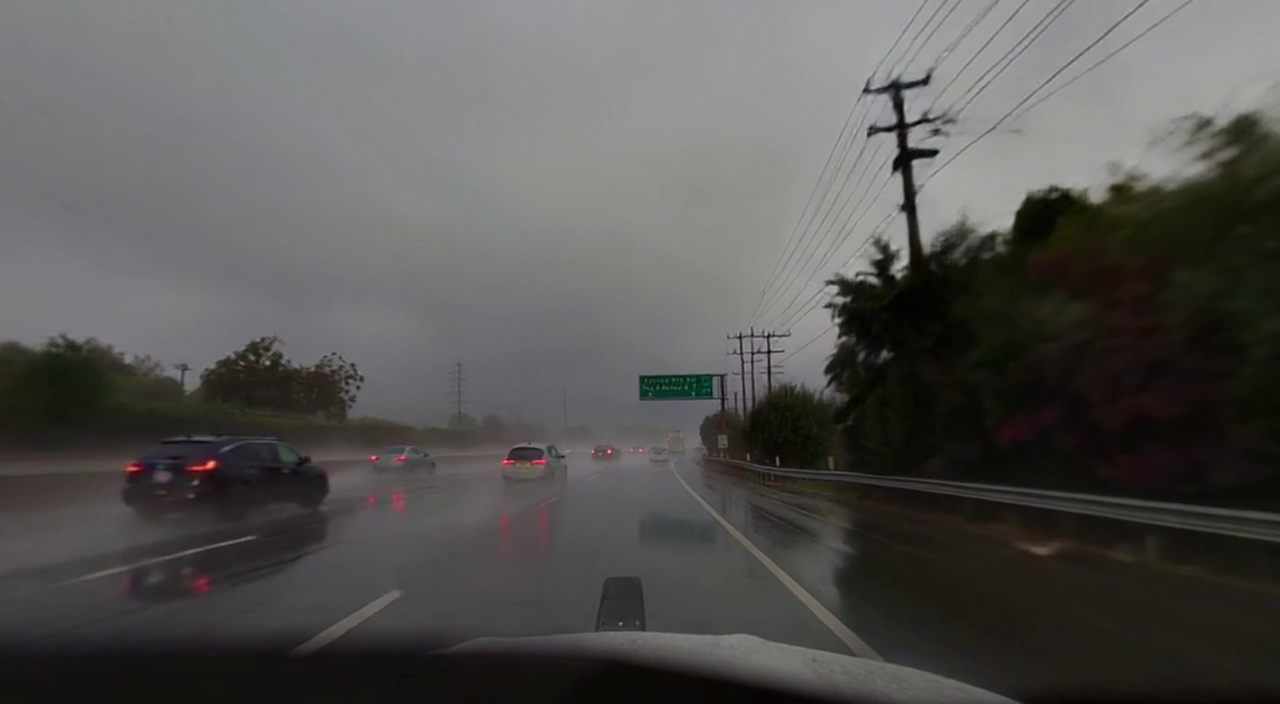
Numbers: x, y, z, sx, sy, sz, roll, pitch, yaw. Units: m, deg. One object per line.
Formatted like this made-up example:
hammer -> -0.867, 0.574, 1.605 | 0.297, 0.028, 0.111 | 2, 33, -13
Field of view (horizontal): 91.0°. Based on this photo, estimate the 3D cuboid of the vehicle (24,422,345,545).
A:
vehicle -> -7.502, 2.203, 11.254 | 2.043, 1.696, 4.851 | 0, -9, 1

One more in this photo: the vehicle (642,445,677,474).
vehicle -> 1.243, 6.710, 39.445 | 2.038, 1.677, 4.219 | 0, -9, 2

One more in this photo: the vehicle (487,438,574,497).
vehicle -> -3.387, 3.658, 20.318 | 1.976, 1.688, 4.124 | 0, -9, 1

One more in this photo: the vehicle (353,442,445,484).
vehicle -> -10.704, 4.942, 28.435 | 2.097, 1.722, 4.981 | 0, -9, 1
